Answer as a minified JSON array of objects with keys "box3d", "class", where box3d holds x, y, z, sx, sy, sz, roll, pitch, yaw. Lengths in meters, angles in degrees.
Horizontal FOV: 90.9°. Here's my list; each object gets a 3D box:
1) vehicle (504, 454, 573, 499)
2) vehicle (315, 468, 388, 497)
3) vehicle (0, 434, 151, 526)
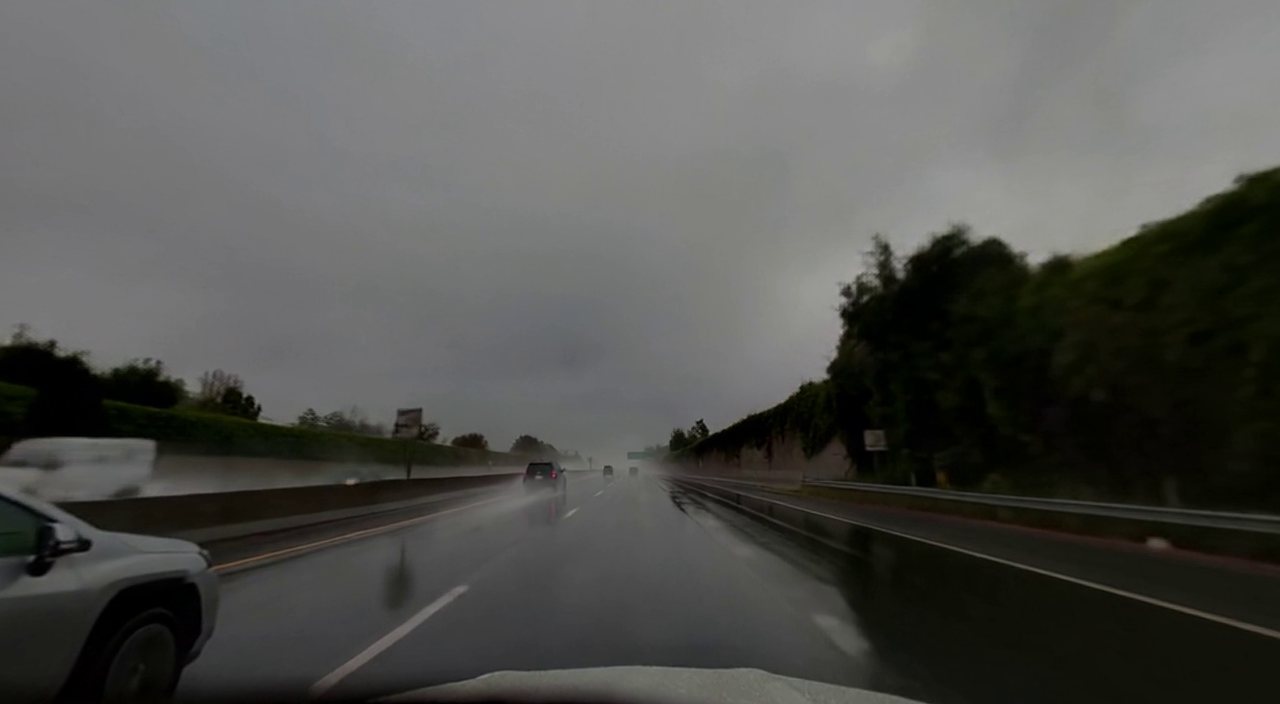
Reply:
[{"box3d":[-4.319,5.443,27.677,2.178,1.736,4.847,1,-10,0],"class":"vehicle"},{"box3d":[-16.368,7.401,36.026,1.938,1.479,4.676,1,-10,0],"class":"vehicle"},{"box3d":[-20.368,4.257,21.281,2.557,2.682,6.194,1,-10,0],"class":"vehicle"}]
